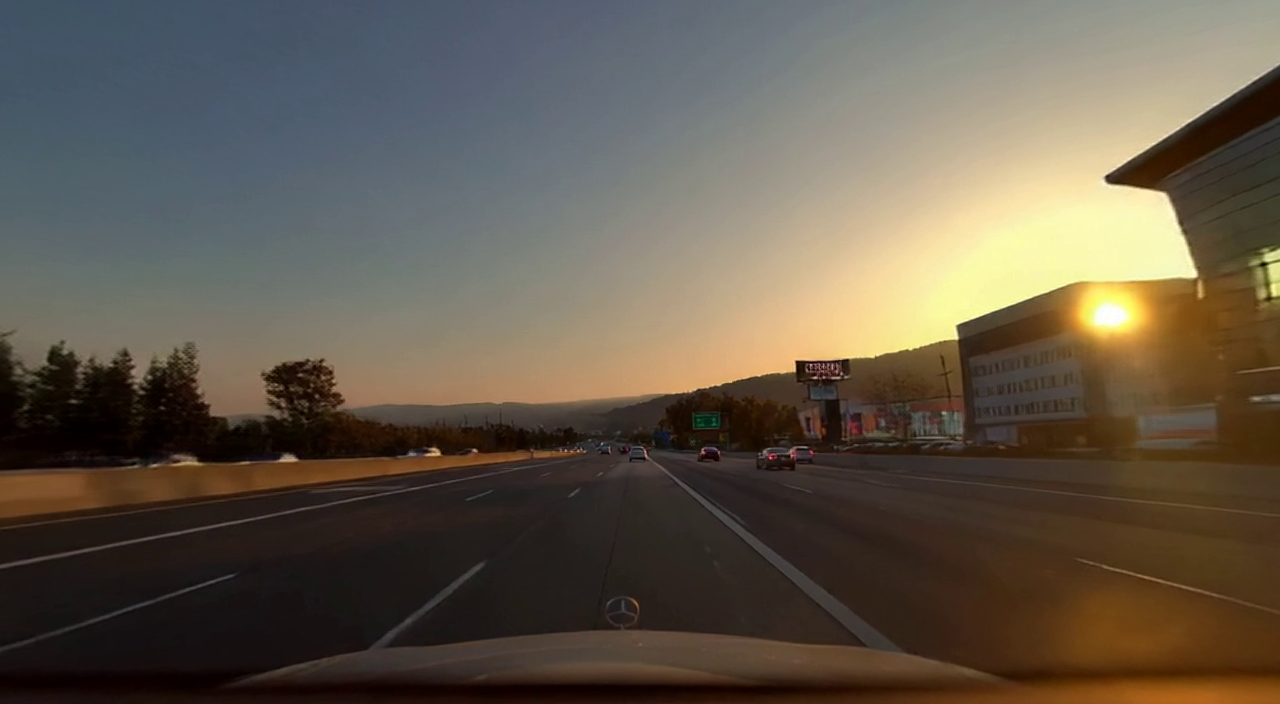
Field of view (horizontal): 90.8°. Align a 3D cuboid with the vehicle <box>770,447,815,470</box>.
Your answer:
[{"bbox_3d":[10.436,7.286,43.532,1.953,1.473,4.512,0,-9,-1],"label":"vehicle"}]

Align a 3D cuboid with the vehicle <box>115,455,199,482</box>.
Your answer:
[{"bbox_3d":[-31.086,7.488,40.856,1.897,1.630,4.428,0,-9,0],"label":"vehicle"}]

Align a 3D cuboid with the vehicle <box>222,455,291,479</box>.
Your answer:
[{"bbox_3d":[-26.736,7.983,44.237,2.108,1.518,4.388,0,-9,0],"label":"vehicle"}]
